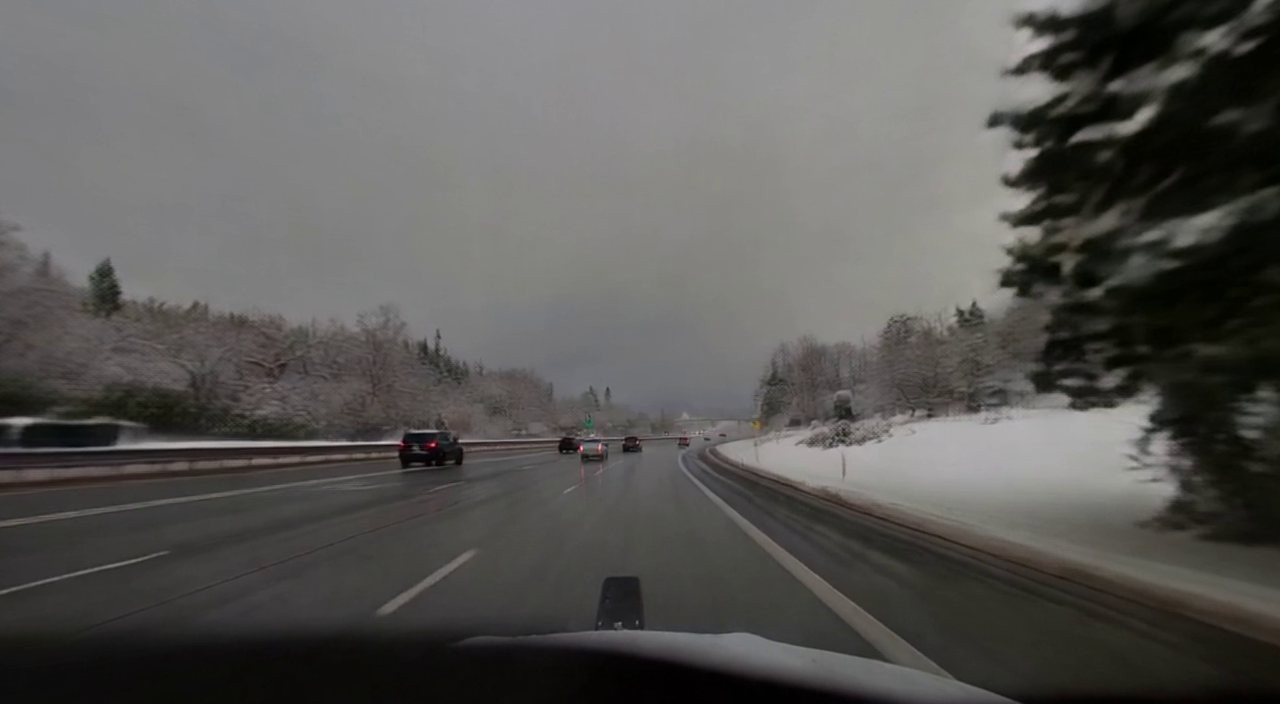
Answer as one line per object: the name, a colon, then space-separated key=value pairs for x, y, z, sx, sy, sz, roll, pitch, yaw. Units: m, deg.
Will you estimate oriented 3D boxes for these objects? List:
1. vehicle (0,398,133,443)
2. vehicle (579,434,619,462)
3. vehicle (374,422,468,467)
vehicle: x=-26.165 y=3.138 z=27.914 sx=2.225 sy=1.760 sz=5.969 roll=0 pitch=-9 yaw=2
vehicle: x=-2.610 y=6.302 z=41.286 sx=2.035 sy=1.673 sz=4.469 roll=0 pitch=-9 yaw=4
vehicle: x=-10.410 y=4.484 z=30.484 sx=2.264 sy=1.980 sz=5.574 roll=0 pitch=-9 yaw=3
